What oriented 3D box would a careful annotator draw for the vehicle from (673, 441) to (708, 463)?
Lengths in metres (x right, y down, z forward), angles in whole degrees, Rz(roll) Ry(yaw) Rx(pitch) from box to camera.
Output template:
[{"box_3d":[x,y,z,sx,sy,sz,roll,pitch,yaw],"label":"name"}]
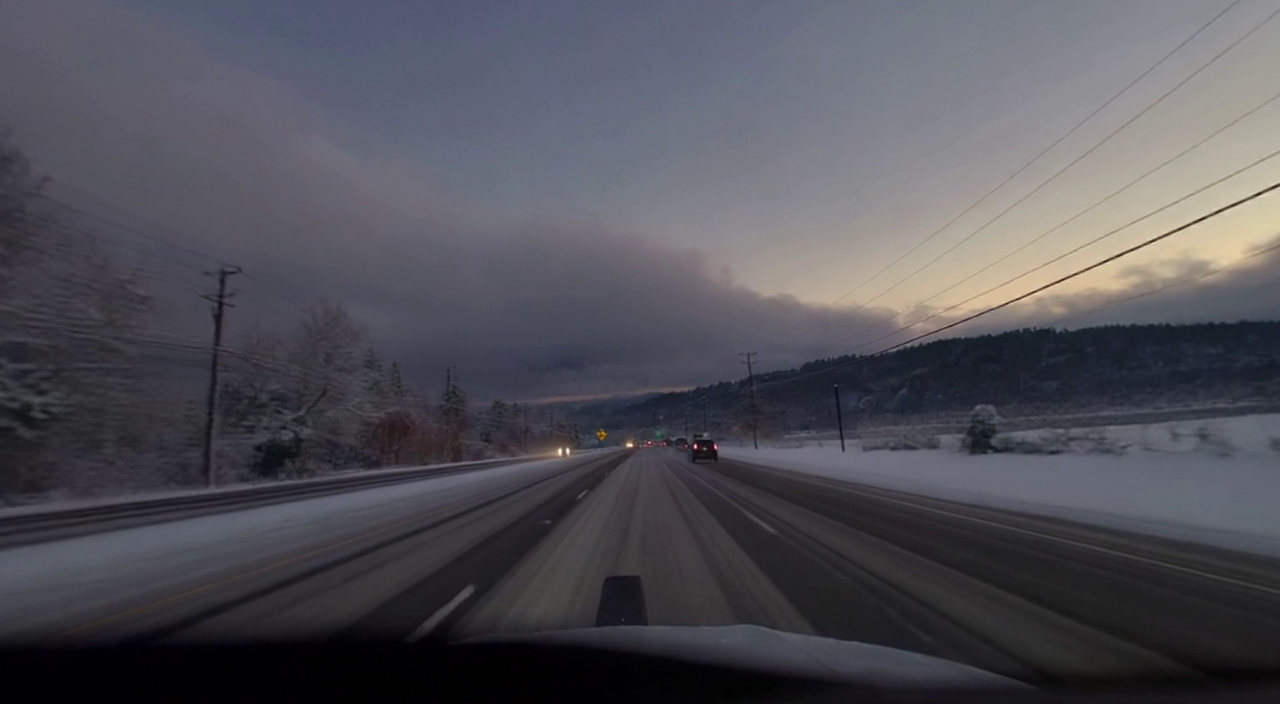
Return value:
[{"box_3d":[3.617,7.201,45.664,2.148,1.538,4.430,0,-8,0],"label":"vehicle"}]
